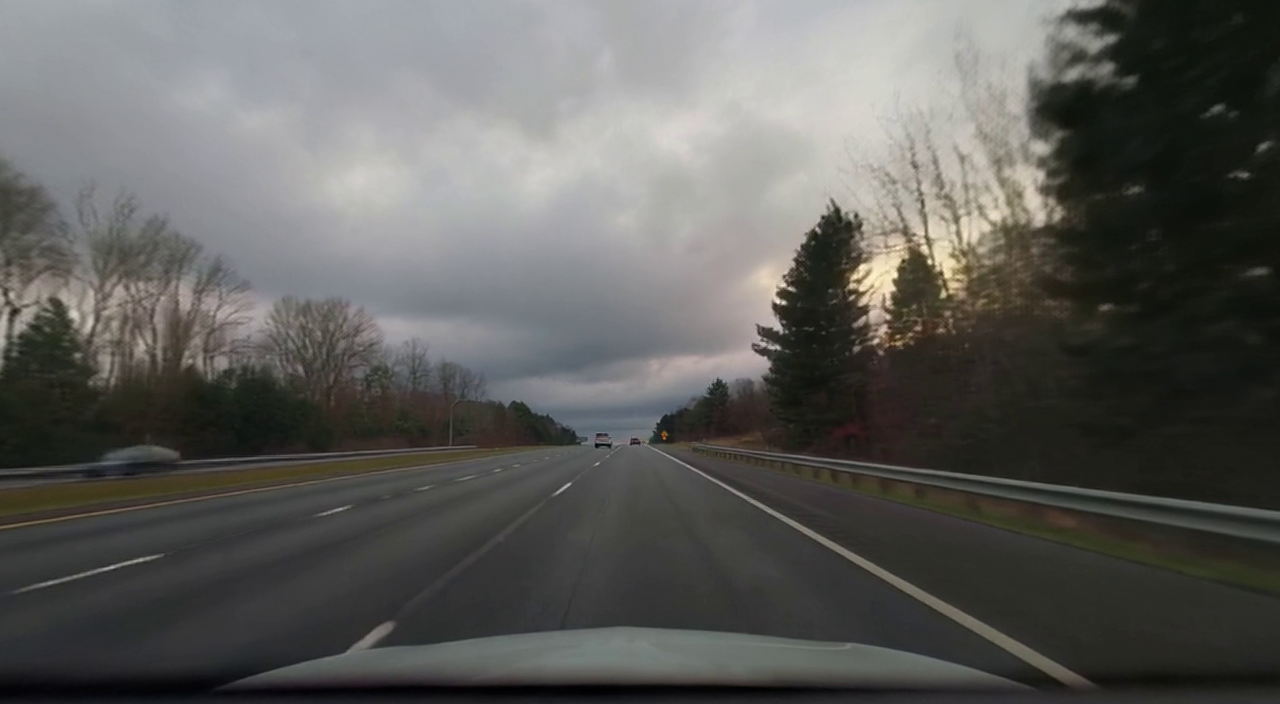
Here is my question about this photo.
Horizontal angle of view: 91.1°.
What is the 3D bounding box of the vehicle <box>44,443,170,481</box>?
[{"bbox_3d":[-25.104,5.162,29.896,1.877,1.559,4.830,0,-8,-1],"label":"vehicle"}]
